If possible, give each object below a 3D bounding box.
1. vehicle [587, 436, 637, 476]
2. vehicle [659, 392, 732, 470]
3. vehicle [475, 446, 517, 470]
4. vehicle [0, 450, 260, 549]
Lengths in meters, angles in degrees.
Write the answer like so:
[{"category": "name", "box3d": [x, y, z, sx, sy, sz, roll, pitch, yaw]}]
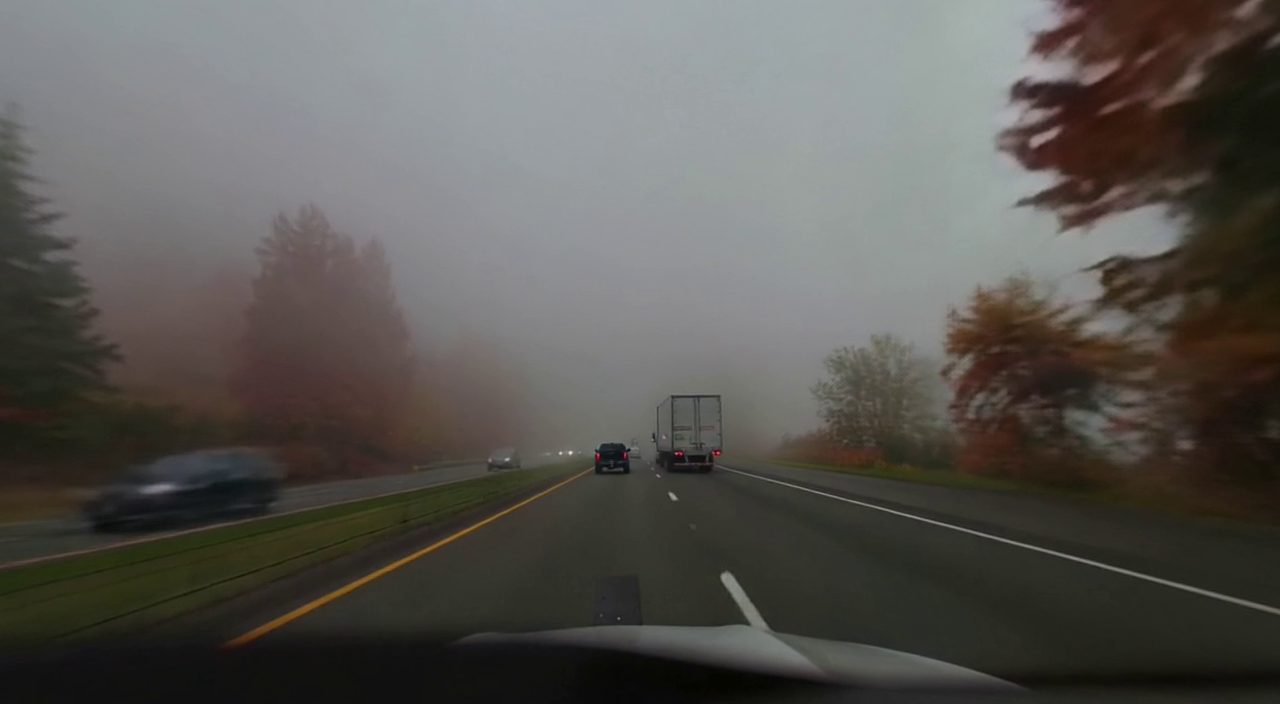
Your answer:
[{"category": "vehicle", "box3d": [-1.229, 4.811, 29.106, 2.151, 1.693, 4.201, 0, -9, -1]}, {"category": "vehicle", "box3d": [3.089, 5.159, 39.670, 3.068, 4.042, 13.787, 0, -9, -1]}, {"category": "vehicle", "box3d": [-10.086, 7.451, 44.219, 1.946, 1.550, 4.142, -1, -9, 0]}, {"category": "vehicle", "box3d": [-9.693, 2.671, 12.119, 1.890, 1.505, 4.484, 0, -9, -1]}]
